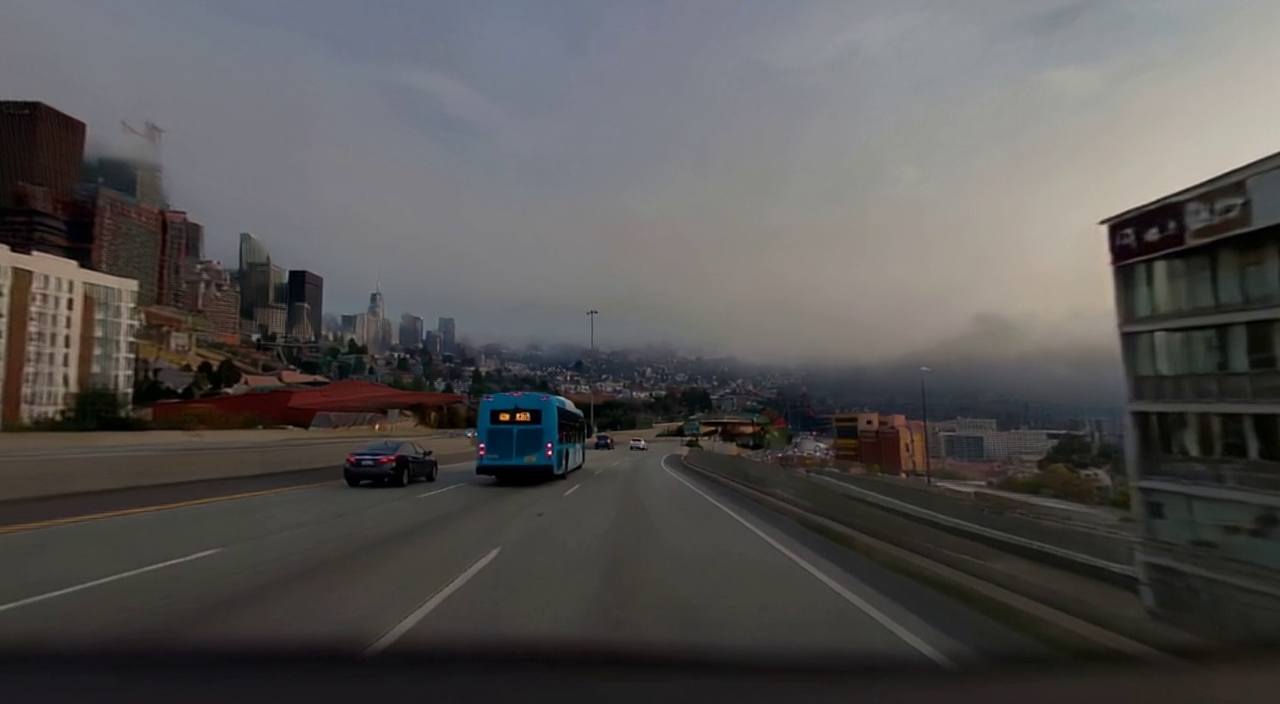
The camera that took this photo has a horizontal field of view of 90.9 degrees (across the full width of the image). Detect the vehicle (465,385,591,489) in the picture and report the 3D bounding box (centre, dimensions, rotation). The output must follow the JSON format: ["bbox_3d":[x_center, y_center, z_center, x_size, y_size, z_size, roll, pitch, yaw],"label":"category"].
[{"bbox_3d":[-3.511,3.103,22.174,2.888,2.944,8.373,0,-9,0],"label":"vehicle"}]

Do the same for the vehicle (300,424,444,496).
[{"bbox_3d":[-7.091,2.926,17.310,1.993,1.690,4.450,0,-9,0],"label":"vehicle"}]
